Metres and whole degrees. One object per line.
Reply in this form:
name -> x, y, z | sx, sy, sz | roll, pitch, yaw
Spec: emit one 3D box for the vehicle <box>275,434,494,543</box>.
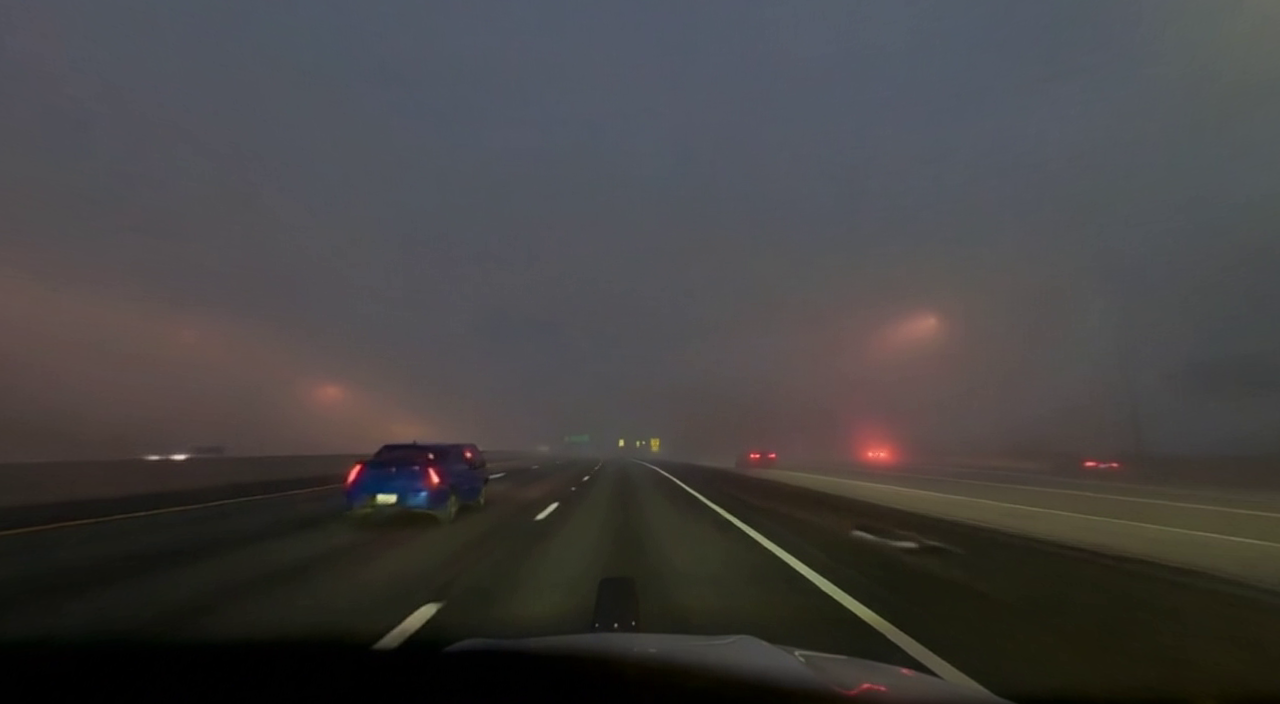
vehicle -> -4.123, 2.258, 11.158 | 2.050, 1.507, 4.316 | 0, -8, 0
